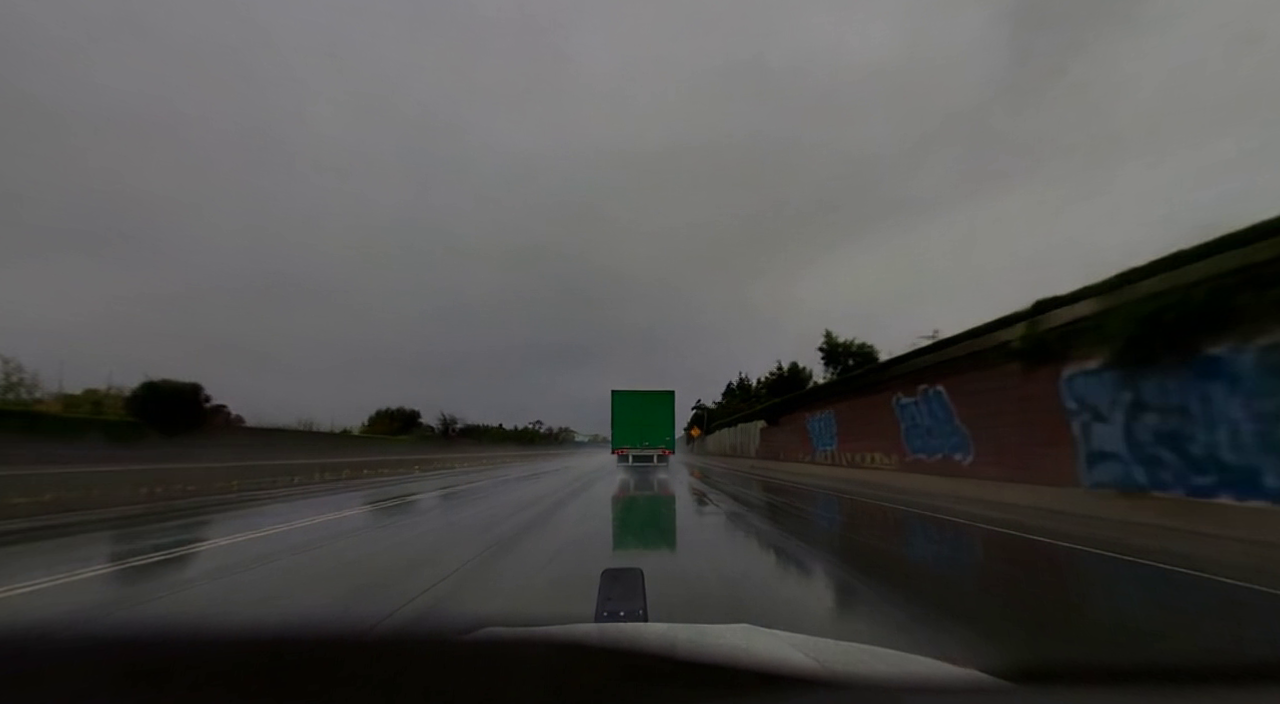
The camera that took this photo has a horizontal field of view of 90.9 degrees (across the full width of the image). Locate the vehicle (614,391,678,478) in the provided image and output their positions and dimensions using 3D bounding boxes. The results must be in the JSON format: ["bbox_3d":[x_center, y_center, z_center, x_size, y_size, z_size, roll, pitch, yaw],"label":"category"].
[{"bbox_3d":[0.158,4.526,33.681,2.900,3.955,10.151,0,-9,-1],"label":"vehicle"}]
